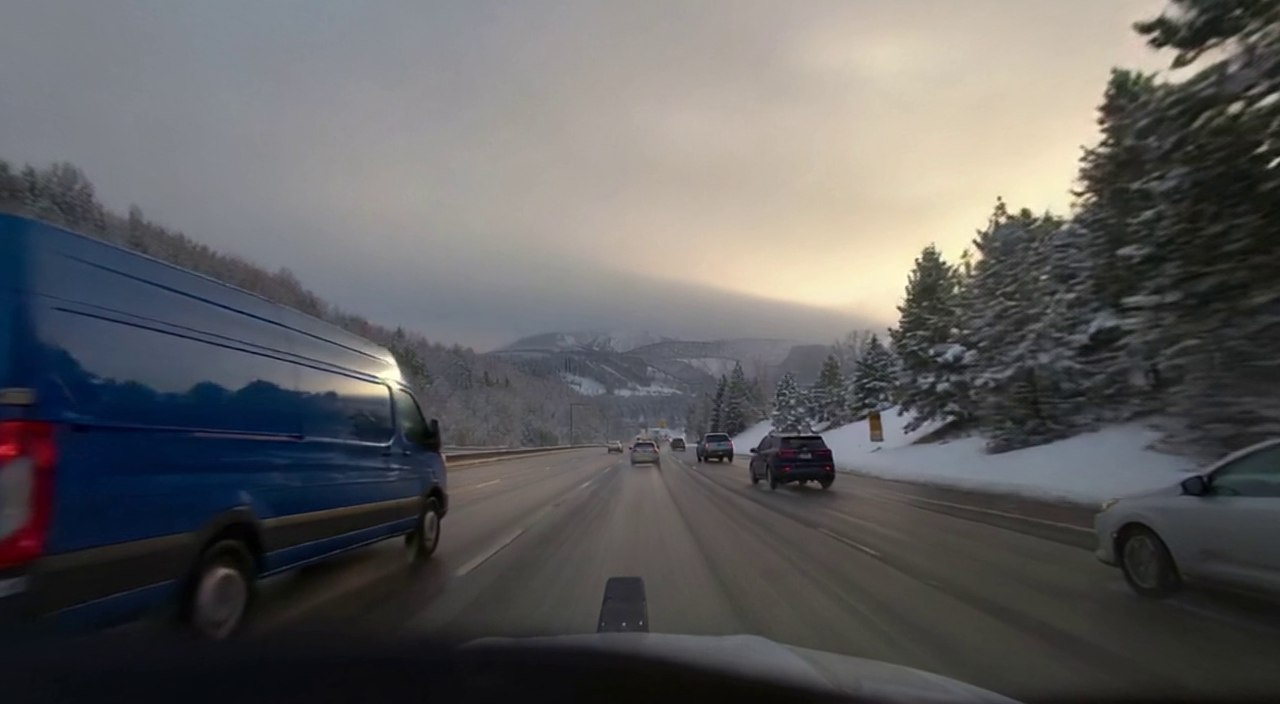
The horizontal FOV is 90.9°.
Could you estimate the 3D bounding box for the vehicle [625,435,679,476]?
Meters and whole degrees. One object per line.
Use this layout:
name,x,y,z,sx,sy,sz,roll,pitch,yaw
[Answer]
vehicle,0.451,4.245,25.902,2.054,1.504,3.890,-1,-9,0

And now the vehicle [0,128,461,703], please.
vehicle,-3.597,0.772,5.452,2.396,2.664,5.735,-1,-9,0

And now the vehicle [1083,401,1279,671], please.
vehicle,4.613,0.899,2.793,2.050,1.491,4.362,-1,-9,-1

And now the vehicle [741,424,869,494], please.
vehicle,4.378,2.930,17.539,2.270,1.660,4.101,-1,-9,-2

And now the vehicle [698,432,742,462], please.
vehicle,5.305,6.406,42.554,2.229,1.837,4.710,-1,-9,-2
